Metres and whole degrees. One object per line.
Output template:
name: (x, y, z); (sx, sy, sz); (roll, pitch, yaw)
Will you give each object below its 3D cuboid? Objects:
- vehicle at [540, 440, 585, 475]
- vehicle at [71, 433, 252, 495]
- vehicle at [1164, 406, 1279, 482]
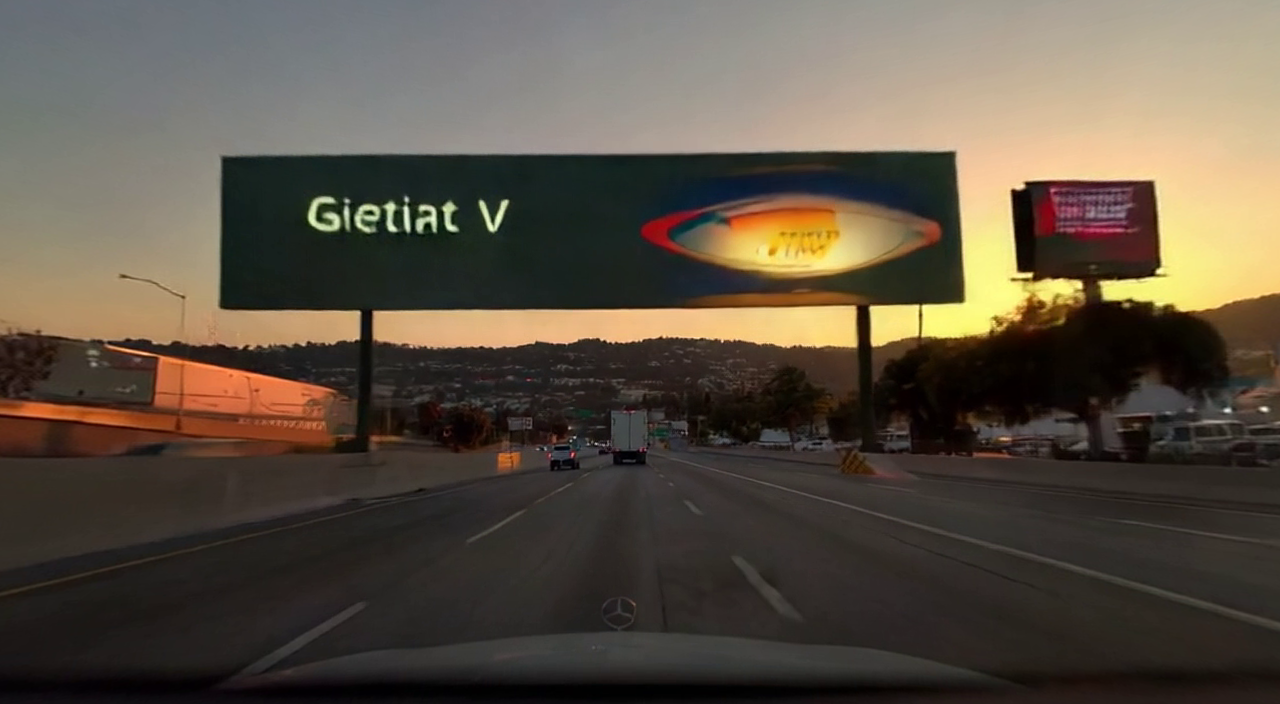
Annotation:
vehicle: (-4.582, 6.279, 37.951); (2.095, 1.930, 4.680); (0, -9, 0)
vehicle: (-15.611, 3.672, 21.145); (1.757, 1.738, 5.618); (0, -9, -1)
vehicle: (32.708, 4.981, 34.253); (8.295, 3.754, 2.807); (4, -9, -24)
